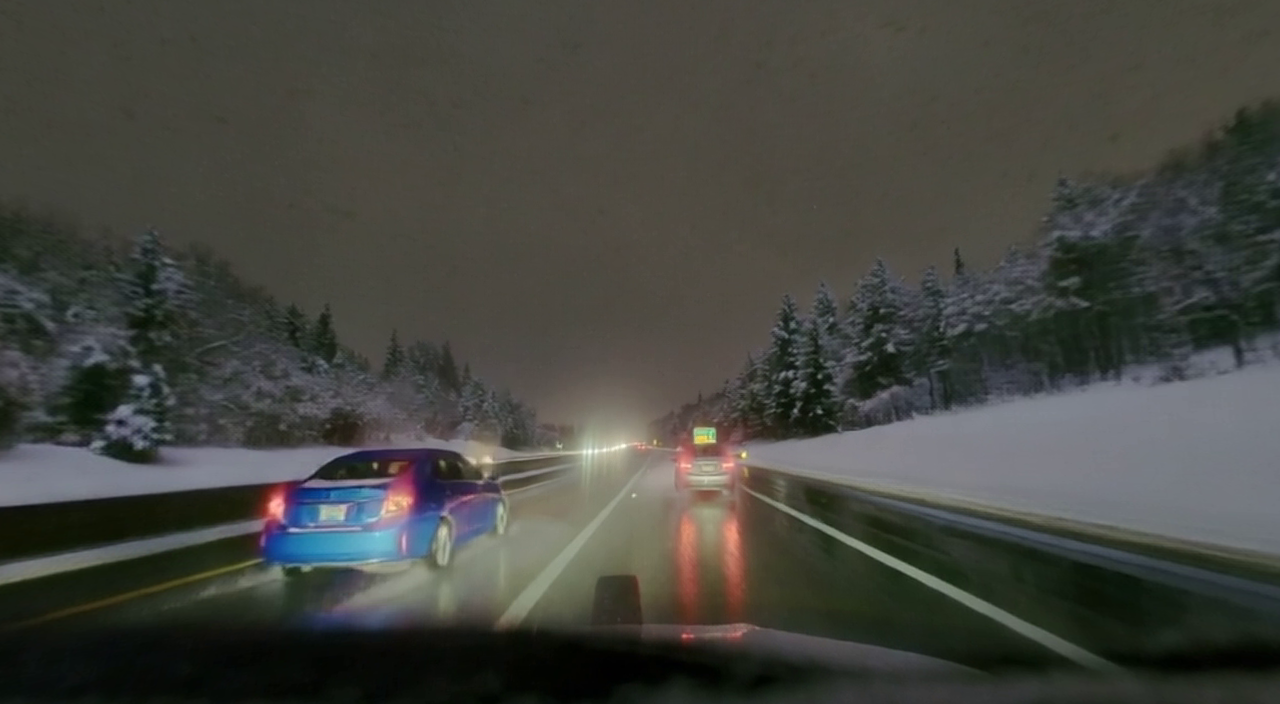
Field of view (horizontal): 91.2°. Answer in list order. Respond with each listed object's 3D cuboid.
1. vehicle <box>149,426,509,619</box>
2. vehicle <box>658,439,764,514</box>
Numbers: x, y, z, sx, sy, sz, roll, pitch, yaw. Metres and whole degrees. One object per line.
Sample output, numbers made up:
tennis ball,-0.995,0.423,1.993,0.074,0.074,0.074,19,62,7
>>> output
vehicle,-3.001,1.729,7.339,2.083,1.548,4.251,0,-9,-1
vehicle,1.541,2.910,15.125,2.021,1.533,4.014,0,-9,-1
